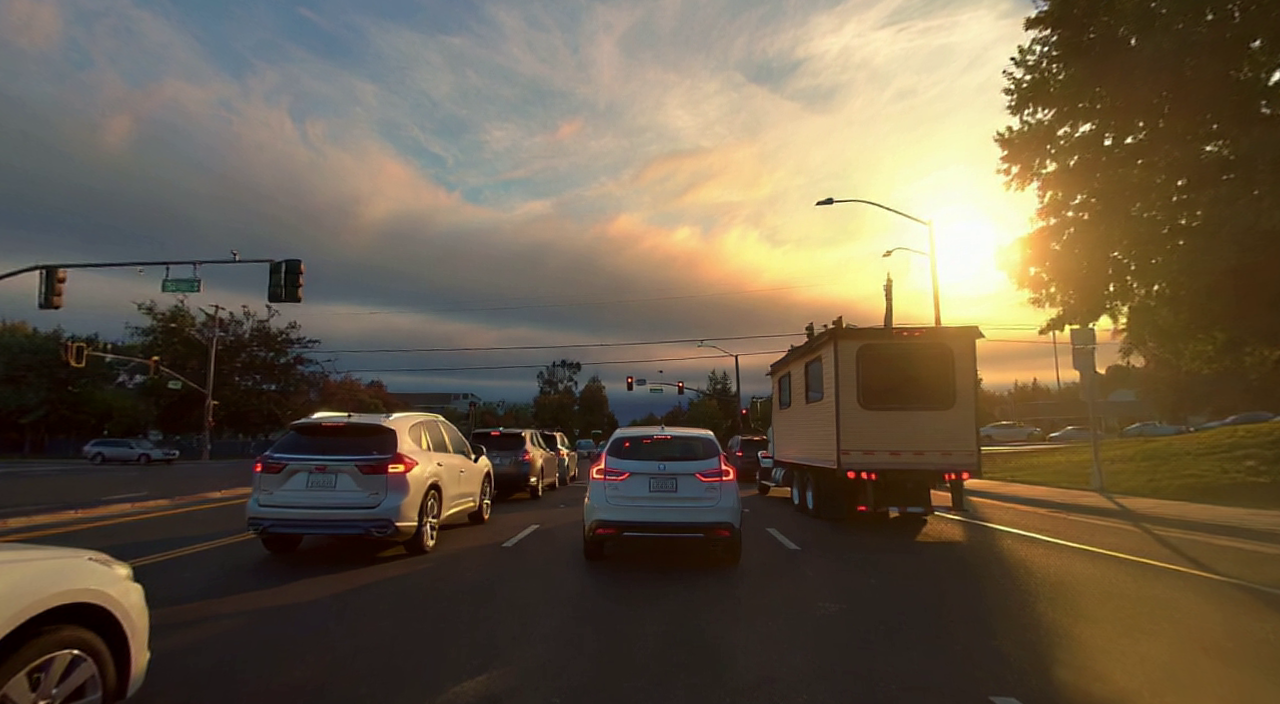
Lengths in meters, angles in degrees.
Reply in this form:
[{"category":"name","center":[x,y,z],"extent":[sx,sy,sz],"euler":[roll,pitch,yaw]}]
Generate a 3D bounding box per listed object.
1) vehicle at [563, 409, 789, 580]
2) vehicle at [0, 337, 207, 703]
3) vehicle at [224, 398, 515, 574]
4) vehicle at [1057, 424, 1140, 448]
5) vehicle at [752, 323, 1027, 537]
[{"category":"vehicle","center":[0.362,1.702,8.312],"extent":[2.189,1.649,4.171],"euler":[0,-9,0]},{"category":"vehicle","center":[-3.432,0.675,1.470],"extent":[1.952,1.730,4.116],"euler":[0,-9,-1]},{"category":"vehicle","center":[-3.267,1.724,8.852],"extent":[2.085,1.812,4.388],"euler":[0,-9,0]},{"category":"vehicle","center":[33.171,6.142,45.879],"extent":[4.671,1.595,1.824],"euler":[-6,-10,31]},{"category":"vehicle","center":[3.689,1.396,10.996],"extent":[2.531,2.750,5.595],"euler":[0,-8,1]}]
